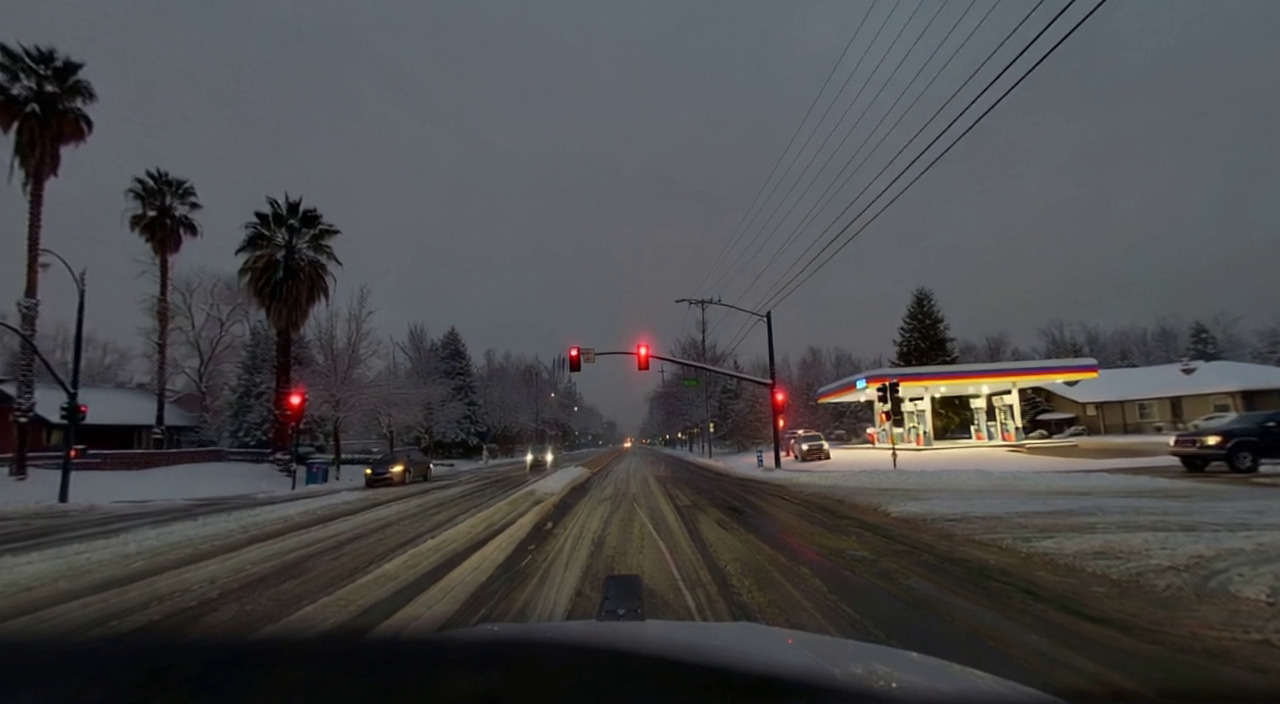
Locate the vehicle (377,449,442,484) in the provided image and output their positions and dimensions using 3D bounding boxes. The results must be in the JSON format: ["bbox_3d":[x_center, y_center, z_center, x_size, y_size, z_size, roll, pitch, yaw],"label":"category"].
[{"bbox_3d":[-13.023,6.464,35.967,2.009,1.777,4.559,0,-9,-1],"label":"vehicle"}]

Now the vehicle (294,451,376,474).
[{"bbox_3d":[-20.947,7.579,43.525,4.672,1.469,1.816,0,-9,-2],"label":"vehicle"}]

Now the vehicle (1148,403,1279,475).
[{"bbox_3d":[17.233,2.379,17.273,5.086,1.817,1.952,0,-9,-5],"label":"vehicle"}]
